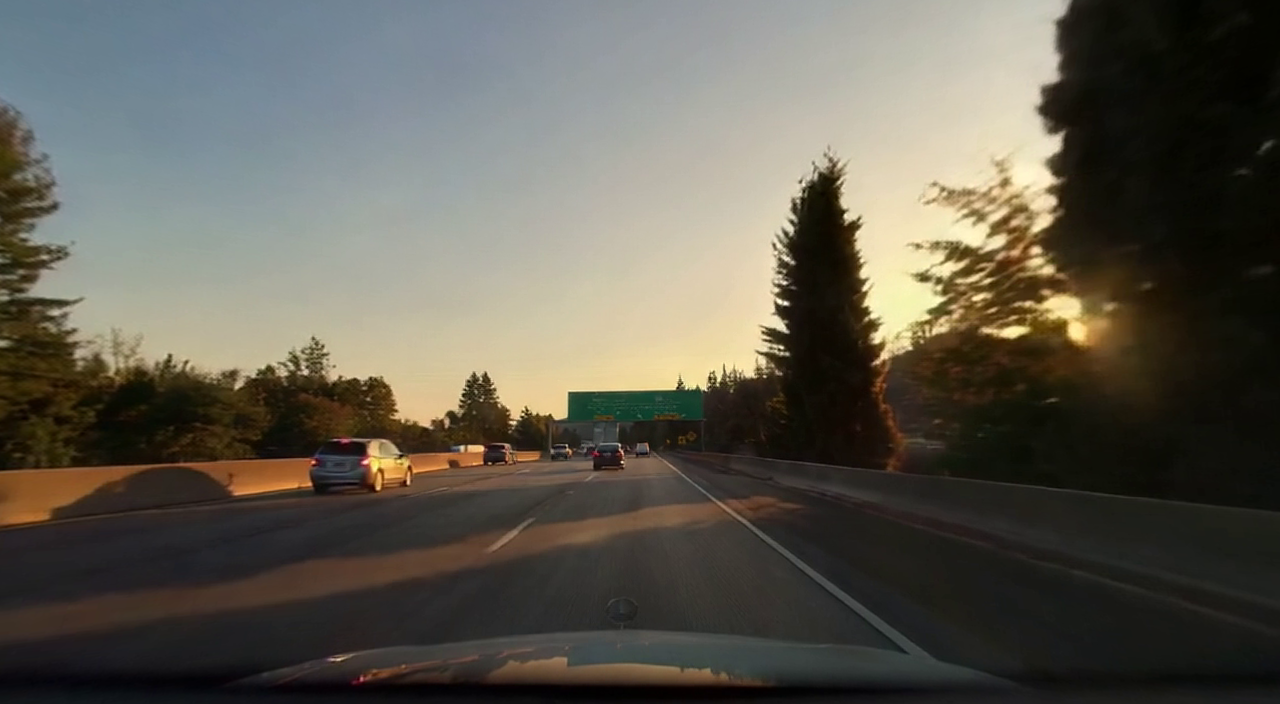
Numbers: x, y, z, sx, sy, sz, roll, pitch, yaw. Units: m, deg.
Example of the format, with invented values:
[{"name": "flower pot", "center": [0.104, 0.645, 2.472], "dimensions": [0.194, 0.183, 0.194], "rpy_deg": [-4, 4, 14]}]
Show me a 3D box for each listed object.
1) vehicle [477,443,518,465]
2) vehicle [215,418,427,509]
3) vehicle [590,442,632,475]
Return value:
[{"name": "vehicle", "center": [-10.675, 7.664, 47.473], "dimensions": [2.036, 1.506, 4.358], "rpy_deg": [0, -8, 1]}, {"name": "vehicle", "center": [-7.317, 2.641, 15.387], "dimensions": [2.115, 1.778, 5.572], "rpy_deg": [0, -8, 2]}, {"name": "vehicle", "center": [-1.420, 5.458, 32.544], "dimensions": [1.931, 1.528, 4.126], "rpy_deg": [0, -8, 1]}]
